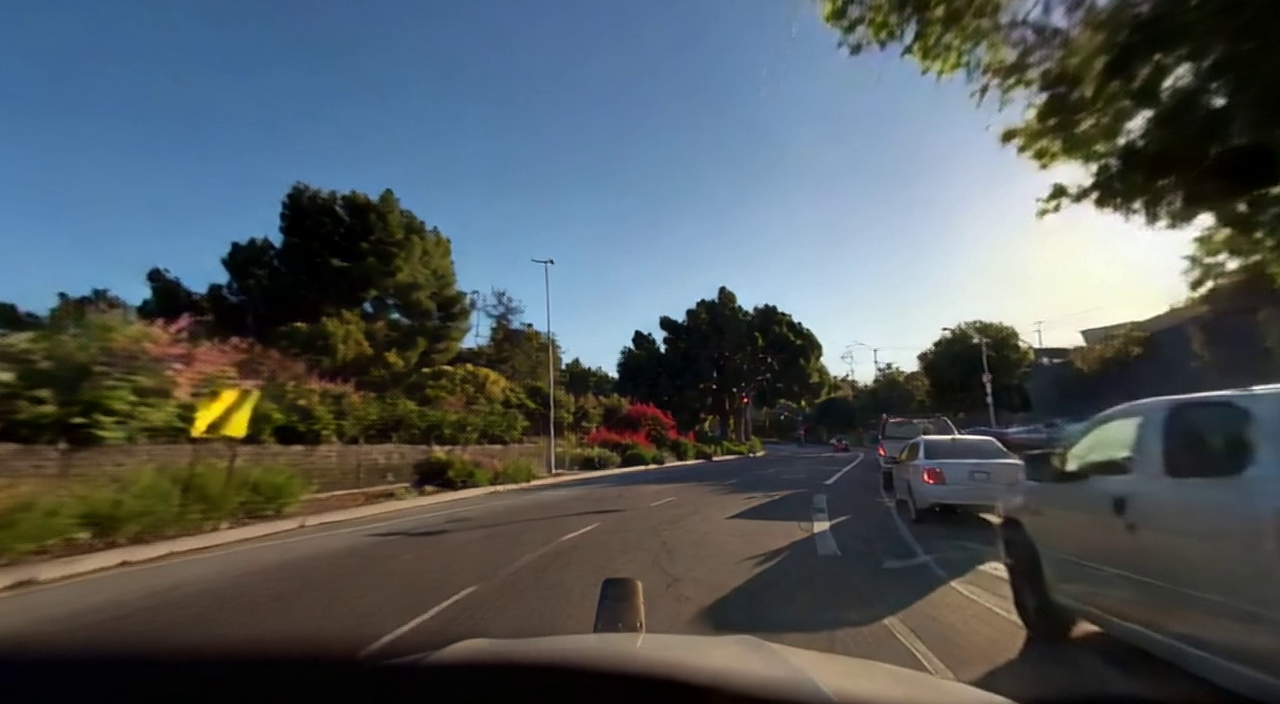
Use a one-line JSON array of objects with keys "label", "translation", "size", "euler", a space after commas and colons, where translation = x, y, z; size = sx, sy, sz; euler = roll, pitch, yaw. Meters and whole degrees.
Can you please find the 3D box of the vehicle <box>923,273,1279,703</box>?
[{"label": "vehicle", "translation": [3.821, 0.836, 3.386], "size": [2.483, 1.978, 5.802], "euler": [-1, -9, 7]}]
